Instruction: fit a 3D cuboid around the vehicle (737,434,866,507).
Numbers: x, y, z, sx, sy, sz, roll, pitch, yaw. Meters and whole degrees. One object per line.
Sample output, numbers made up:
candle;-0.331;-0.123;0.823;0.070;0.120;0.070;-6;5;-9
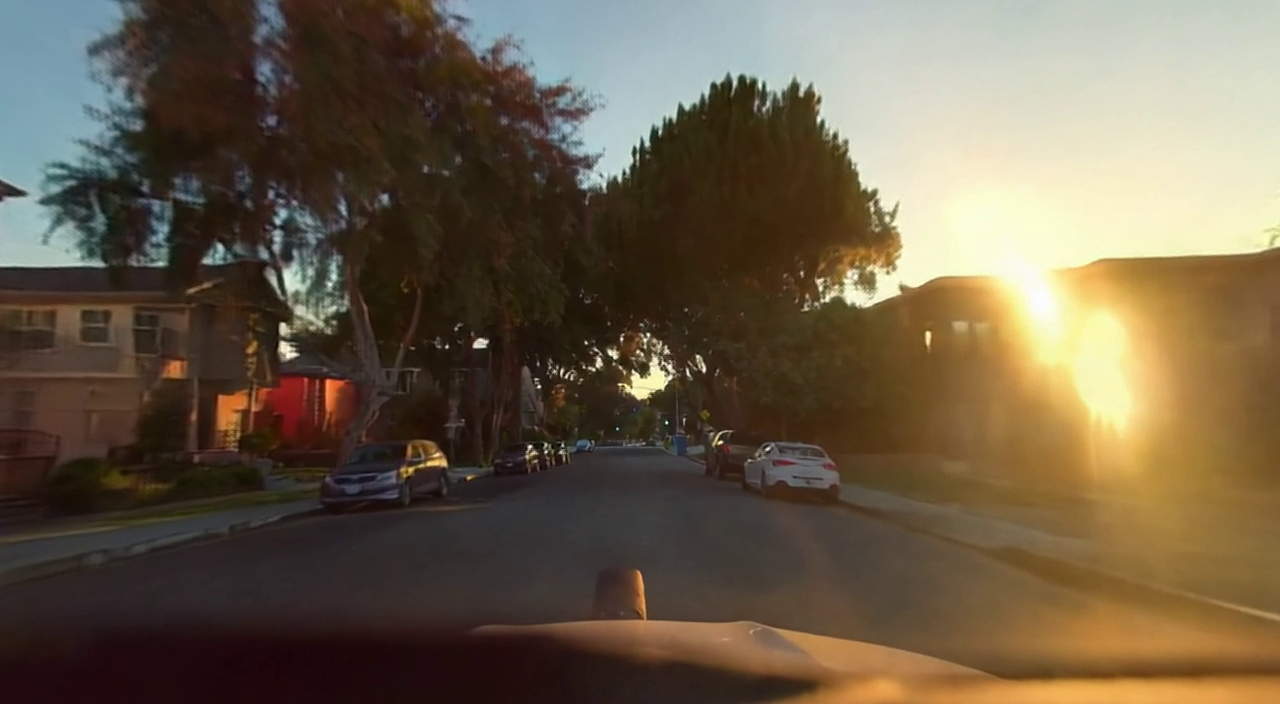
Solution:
vehicle;3.736;2.820;15.479;1.968;1.505;4.368;0;-9;0

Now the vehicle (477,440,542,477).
vehicle;-5.758;4.752;28.427;1.998;1.485;4.476;0;-8;-1

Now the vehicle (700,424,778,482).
vehicle;3.629;3.829;24.212;2.158;1.977;4.750;0;-9;-1

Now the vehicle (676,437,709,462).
vehicle;3.787;7.145;46.516;1.952;1.738;4.518;0;-9;-1

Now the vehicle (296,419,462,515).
vehicle;-5.909;2.693;15.026;2.106;1.760;4.573;-4;-9;-2
